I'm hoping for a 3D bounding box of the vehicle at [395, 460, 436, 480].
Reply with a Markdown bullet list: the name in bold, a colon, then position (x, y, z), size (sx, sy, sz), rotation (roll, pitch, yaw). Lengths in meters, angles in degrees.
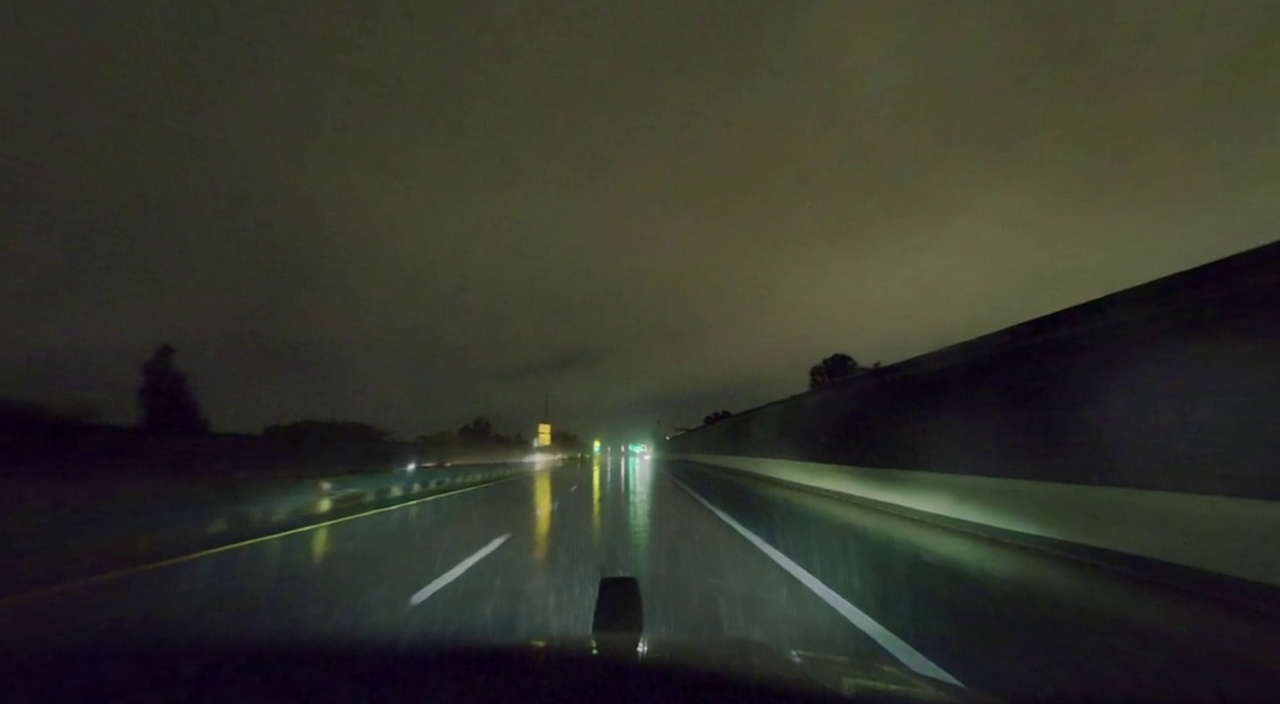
- **vehicle**: position (-16.960, 8.899, 47.628), size (1.702, 1.387, 3.727), rotation (-1, -9, 0)
